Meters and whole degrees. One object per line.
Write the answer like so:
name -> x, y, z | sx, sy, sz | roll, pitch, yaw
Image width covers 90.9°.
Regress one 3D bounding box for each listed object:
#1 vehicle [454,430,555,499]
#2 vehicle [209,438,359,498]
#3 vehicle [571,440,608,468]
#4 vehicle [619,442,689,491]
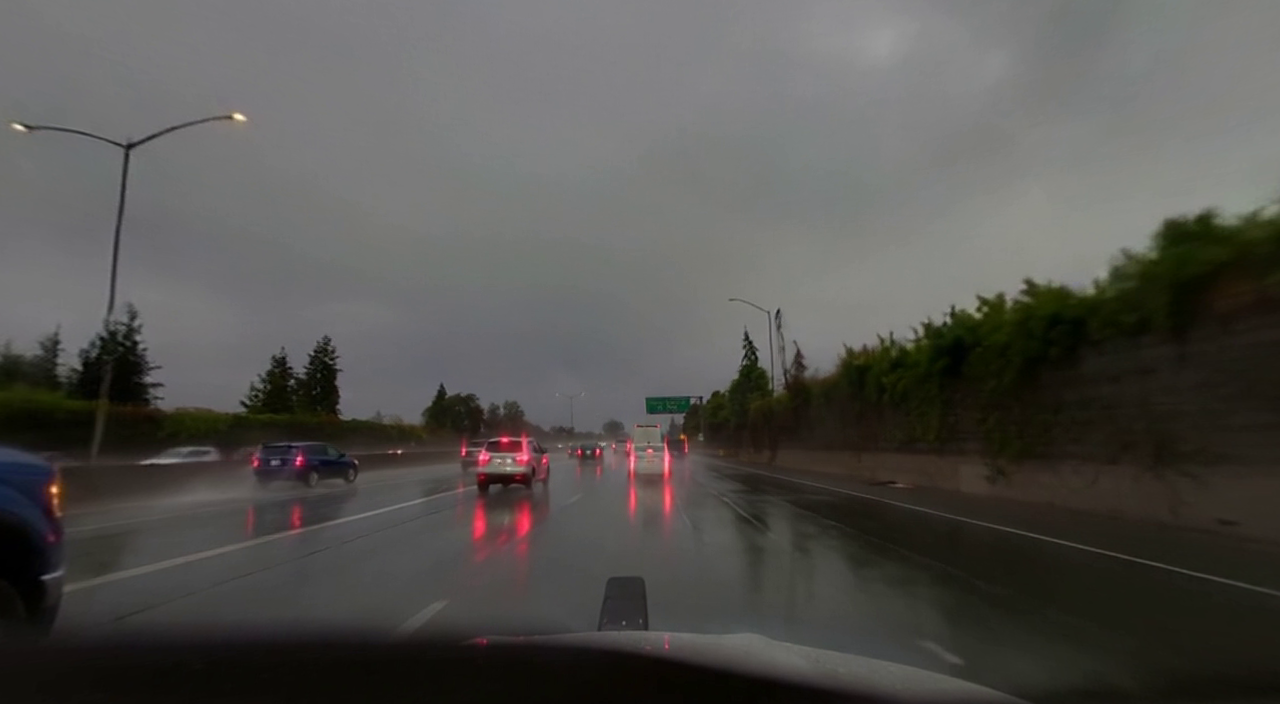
vehicle -> -3.743, 3.183, 18.217 | 1.903, 1.721, 4.210 | 0, -8, 1
vehicle -> -10.581, 3.450, 19.202 | 1.941, 1.602, 4.277 | 0, -8, 2
vehicle -> -3.168, 6.461, 40.175 | 1.897, 1.646, 4.049 | 0, -8, 1
vehicle -> 0.417, 3.703, 20.780 | 2.054, 1.421, 4.090 | 0, -8, 0
